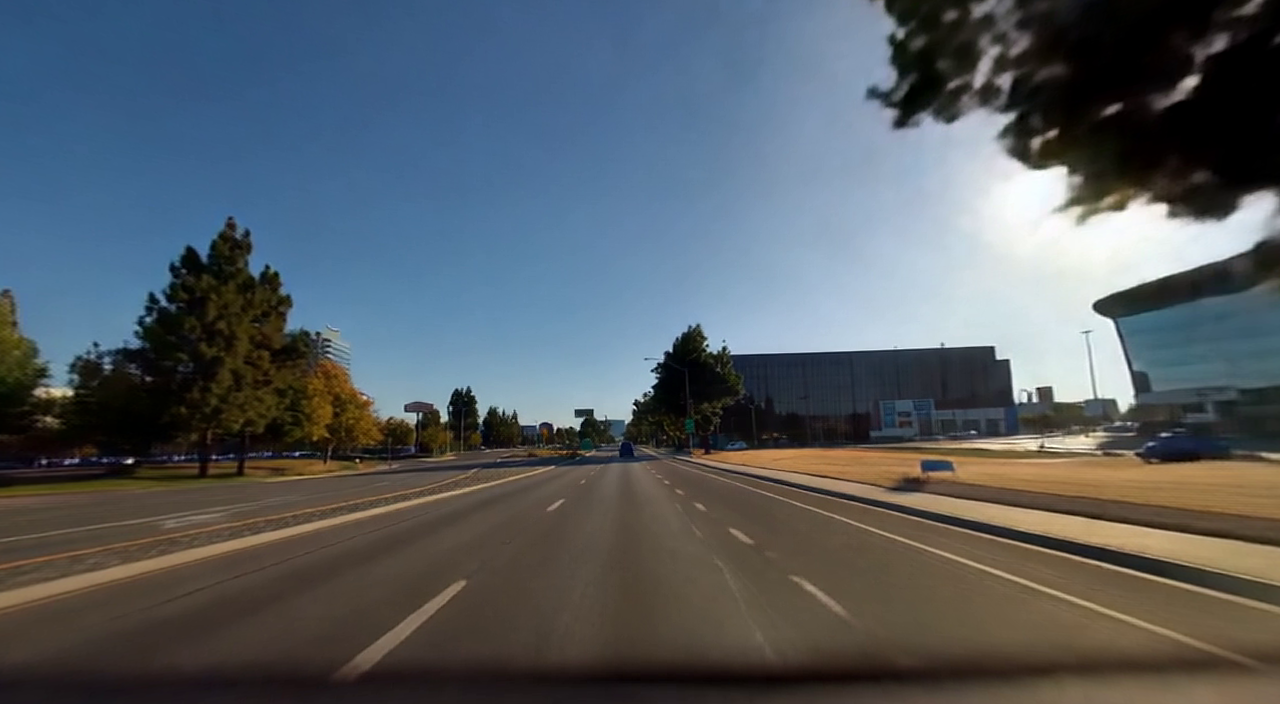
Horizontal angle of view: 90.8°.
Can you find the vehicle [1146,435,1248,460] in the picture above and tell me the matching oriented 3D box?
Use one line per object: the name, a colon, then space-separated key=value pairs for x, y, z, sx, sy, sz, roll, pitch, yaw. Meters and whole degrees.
vehicle: x=32.926 y=5.650 z=37.440 sx=4.210 sy=1.450 sz=1.885 roll=0 pitch=-8 yaw=1
